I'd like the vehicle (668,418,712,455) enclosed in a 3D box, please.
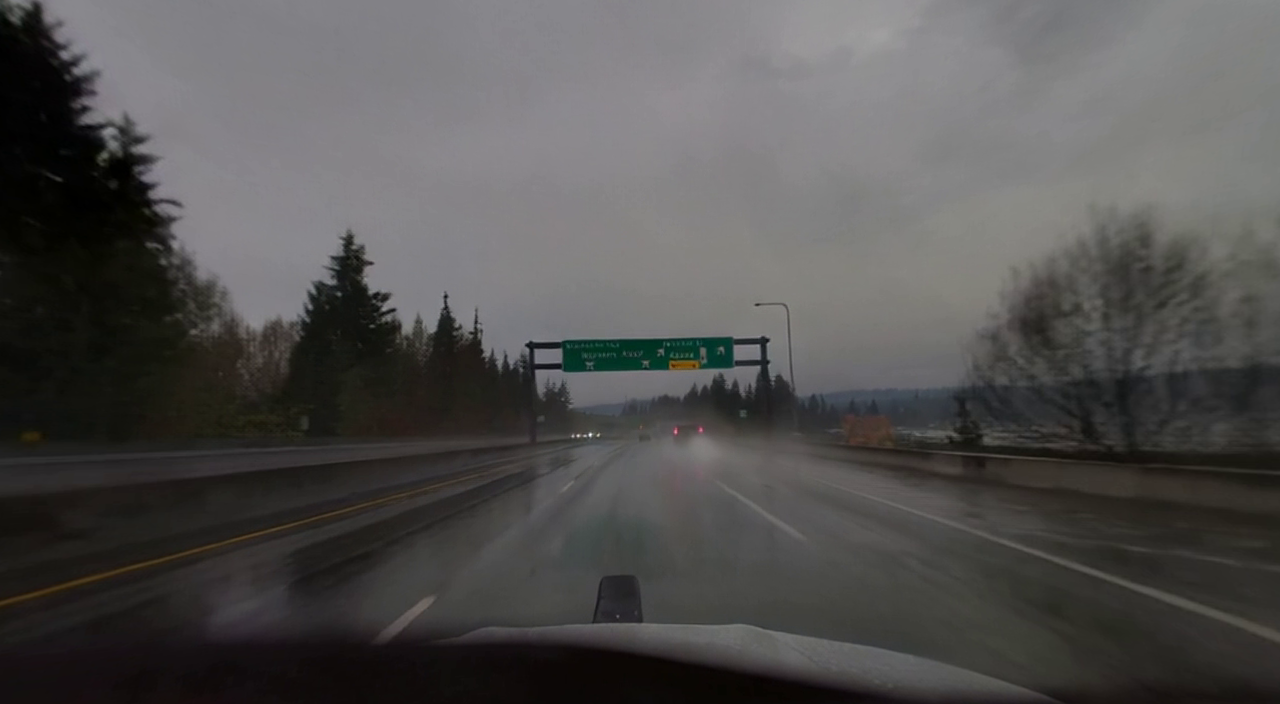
[{"bbox_3d":[3.271,5.701,42.487,2.450,2.314,4.753,0,-8,-1],"label":"vehicle"}]
